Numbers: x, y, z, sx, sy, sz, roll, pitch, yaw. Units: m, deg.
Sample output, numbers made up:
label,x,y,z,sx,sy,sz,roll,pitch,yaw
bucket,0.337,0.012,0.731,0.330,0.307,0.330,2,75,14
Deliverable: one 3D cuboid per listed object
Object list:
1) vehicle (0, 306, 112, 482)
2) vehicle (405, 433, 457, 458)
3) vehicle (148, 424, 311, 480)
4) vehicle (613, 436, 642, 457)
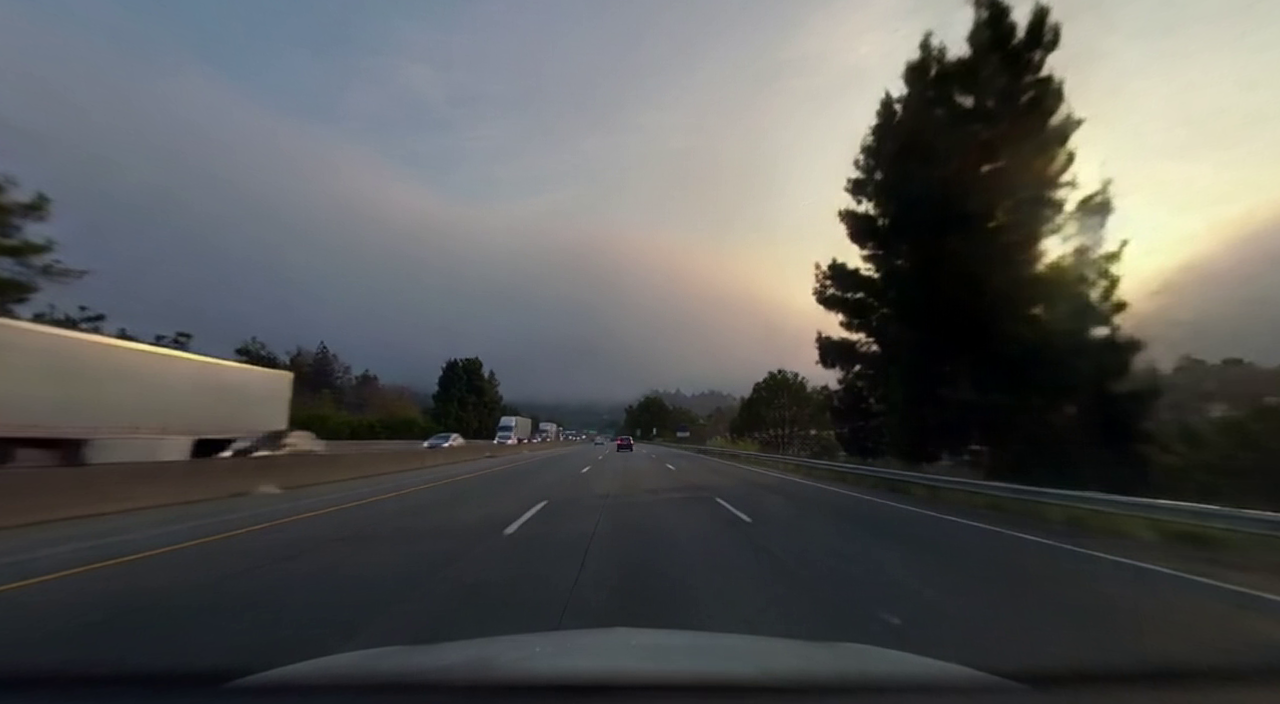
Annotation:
label,x,y,z,sx,sy,sz,roll,pitch,yaw
vehicle,-16.730,0.981,14.753,3.058,4.142,6.328,0,-8,-1
vehicle,-13.161,5.913,39.941,1.861,1.472,4.466,0,-8,-1
vehicle,-12.089,2.973,18.979,1.926,1.472,4.509,0,-8,-1
vehicle,-0.982,7.255,48.339,2.099,1.504,3.843,0,-8,-2
